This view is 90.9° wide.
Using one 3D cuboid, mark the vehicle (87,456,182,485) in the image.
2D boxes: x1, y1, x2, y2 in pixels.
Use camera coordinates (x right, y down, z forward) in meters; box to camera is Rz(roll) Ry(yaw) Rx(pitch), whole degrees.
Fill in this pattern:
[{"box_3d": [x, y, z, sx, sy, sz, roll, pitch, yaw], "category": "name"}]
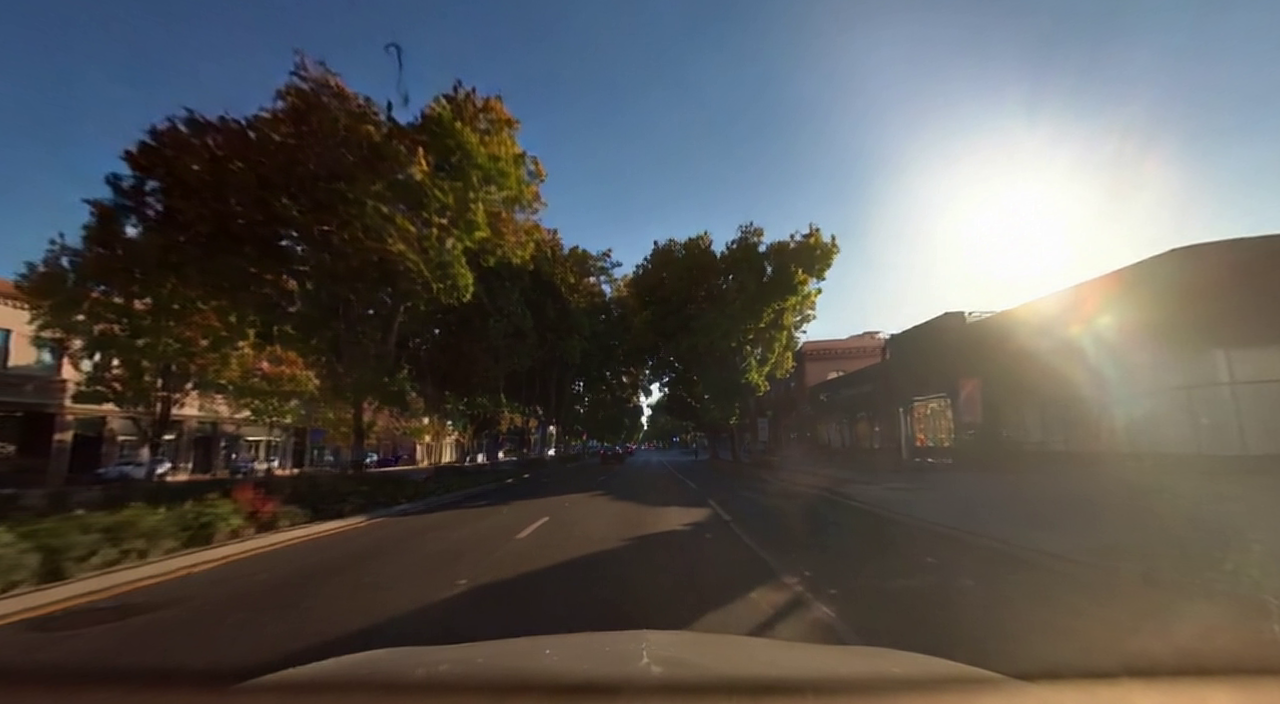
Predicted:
[{"box_3d": [-35.167, 8.223, 43.922, 4.912, 1.775, 1.996, 7, -12, -42], "category": "vehicle"}]
